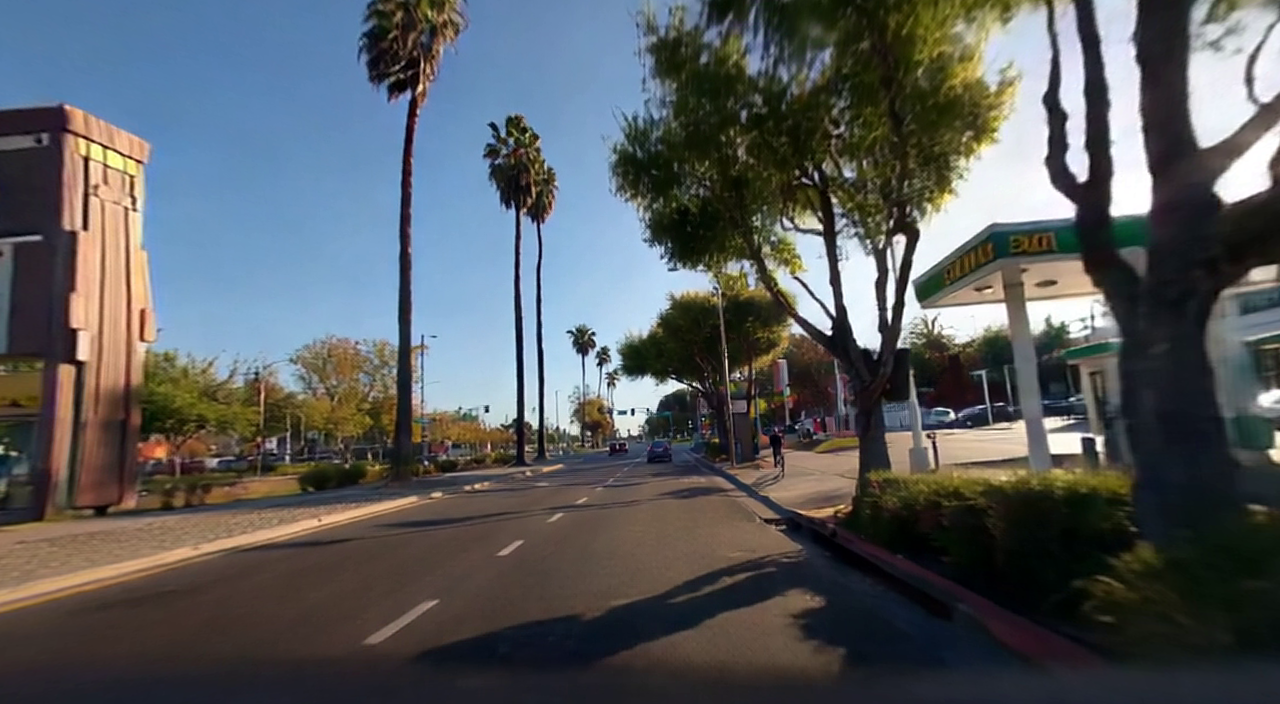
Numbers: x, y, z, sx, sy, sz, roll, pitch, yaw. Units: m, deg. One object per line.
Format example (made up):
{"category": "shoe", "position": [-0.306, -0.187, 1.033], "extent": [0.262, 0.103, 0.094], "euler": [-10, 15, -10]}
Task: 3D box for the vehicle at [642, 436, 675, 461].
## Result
{"category": "vehicle", "position": [1.229, 6.247, 40.963], "extent": [2.050, 1.509, 4.148], "euler": [0, -8, 2]}
